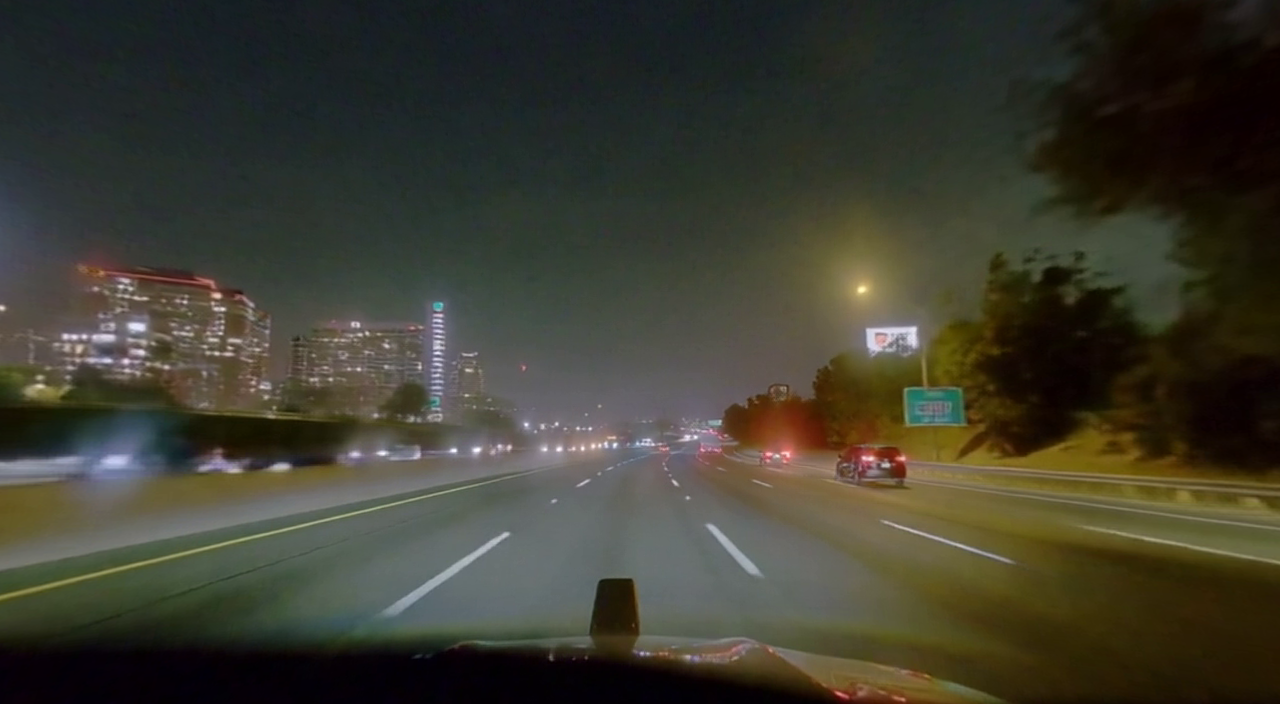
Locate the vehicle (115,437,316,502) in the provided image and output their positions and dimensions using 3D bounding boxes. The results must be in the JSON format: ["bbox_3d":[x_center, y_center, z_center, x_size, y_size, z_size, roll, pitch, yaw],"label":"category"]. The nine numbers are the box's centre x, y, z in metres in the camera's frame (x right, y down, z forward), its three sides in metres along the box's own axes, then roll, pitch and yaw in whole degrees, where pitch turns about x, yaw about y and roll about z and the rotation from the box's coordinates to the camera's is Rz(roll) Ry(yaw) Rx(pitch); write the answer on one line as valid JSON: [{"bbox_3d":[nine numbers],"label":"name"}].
[{"bbox_3d":[-11.011,3.047,16.948,1.958,1.477,4.713,0,-8,3],"label":"vehicle"}]

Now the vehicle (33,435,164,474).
[{"bbox_3d":[-22.716,4.303,26.739,1.869,1.518,4.116,0,-8,0],"label":"vehicle"}]

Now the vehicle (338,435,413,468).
[{"bbox_3d":[-15.175,5.725,36.568,2.039,1.789,5.005,0,-8,1],"label":"vehicle"}]

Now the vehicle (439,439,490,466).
[{"bbox_3d":[-11.470,6.572,41.568,1.908,1.673,4.368,0,-8,2],"label":"vehicle"}]
